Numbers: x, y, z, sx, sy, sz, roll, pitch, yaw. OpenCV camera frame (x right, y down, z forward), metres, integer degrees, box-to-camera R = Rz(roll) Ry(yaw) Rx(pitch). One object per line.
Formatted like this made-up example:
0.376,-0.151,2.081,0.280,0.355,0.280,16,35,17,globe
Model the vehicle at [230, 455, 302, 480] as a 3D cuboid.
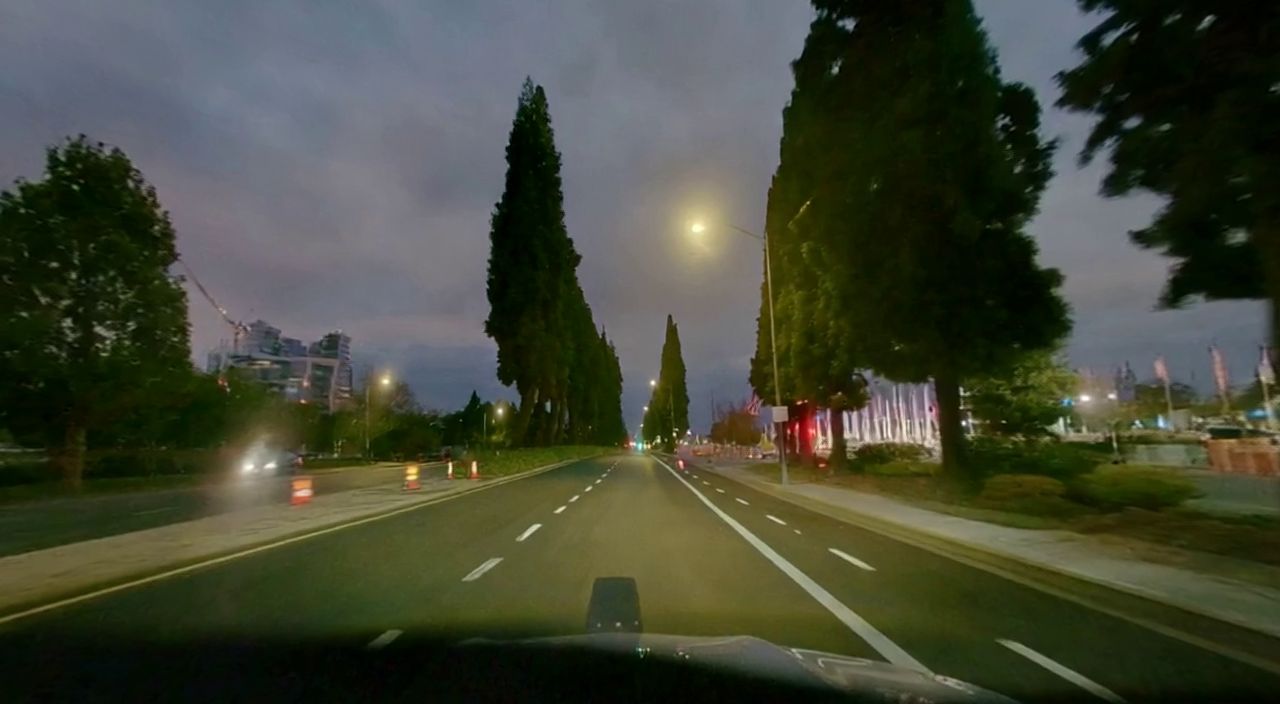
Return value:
-24.458,7.546,41.506,1.850,1.490,4.725,0,-8,0,vehicle
